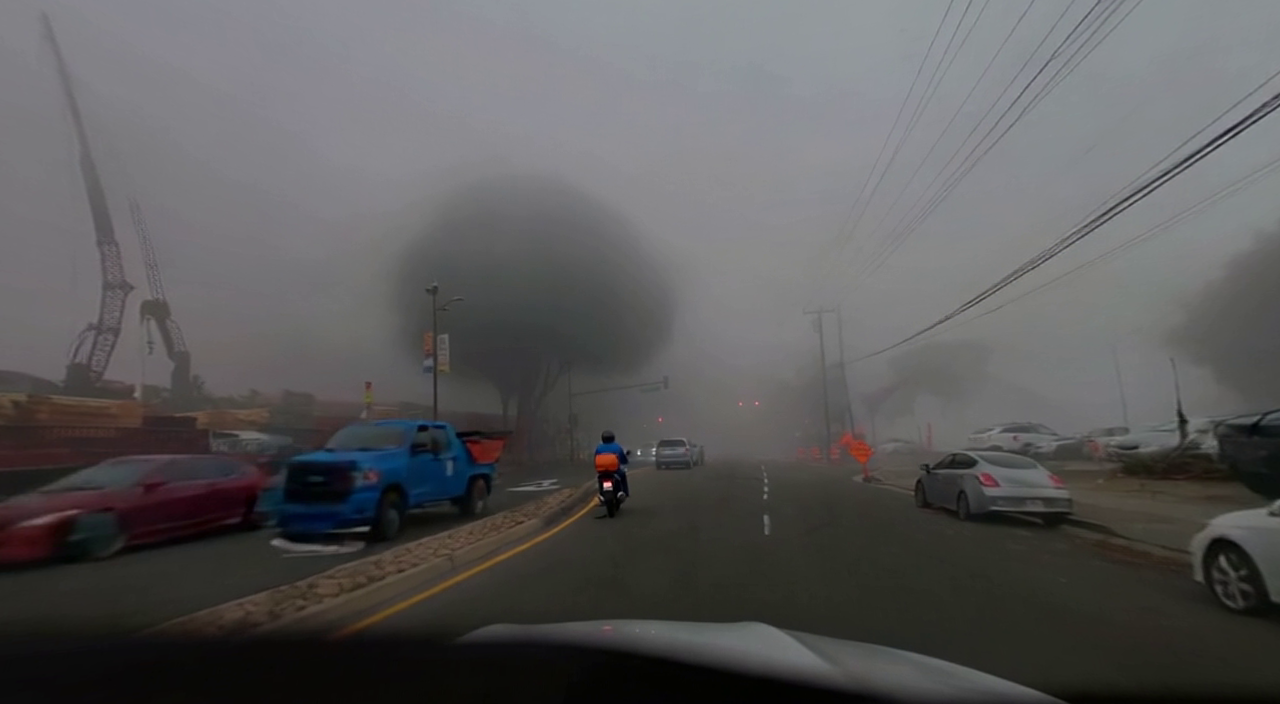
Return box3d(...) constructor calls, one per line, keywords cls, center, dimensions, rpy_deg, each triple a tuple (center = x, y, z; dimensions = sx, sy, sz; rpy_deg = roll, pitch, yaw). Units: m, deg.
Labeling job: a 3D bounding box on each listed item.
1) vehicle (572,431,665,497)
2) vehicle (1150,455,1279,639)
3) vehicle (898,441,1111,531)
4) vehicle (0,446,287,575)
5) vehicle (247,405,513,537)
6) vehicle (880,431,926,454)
box3d(cls="vehicle", center=(-0.458, 3.076, 17.755), dimensions=(1.925, 1.602, 4.090), rpy_deg=(-1, -8, 8))
box3d(cls="vehicle", center=(5.942, 1.331, 4.043), dimensions=(1.891, 1.442, 4.560), rpy_deg=(-2, -13, 6))
box3d(cls="vehicle", center=(6.940, 2.552, 12.740), dimensions=(1.973, 1.457, 4.522), rpy_deg=(-1, -8, 6))
box3d(cls="vehicle", center=(-7.898, 2.163, 9.649), dimensions=(1.932, 1.429, 4.766), rpy_deg=(-1, -8, 5))
box3d(cls="vehicle", center=(-4.460, 2.197, 12.356), dimensions=(2.222, 1.911, 5.988), rpy_deg=(-1, -8, 5))
box3d(cls="vehicle", center=(20.540, 7.120, 49.572), dimensions=(1.918, 1.732, 4.650), rpy_deg=(-1, -8, 5))
